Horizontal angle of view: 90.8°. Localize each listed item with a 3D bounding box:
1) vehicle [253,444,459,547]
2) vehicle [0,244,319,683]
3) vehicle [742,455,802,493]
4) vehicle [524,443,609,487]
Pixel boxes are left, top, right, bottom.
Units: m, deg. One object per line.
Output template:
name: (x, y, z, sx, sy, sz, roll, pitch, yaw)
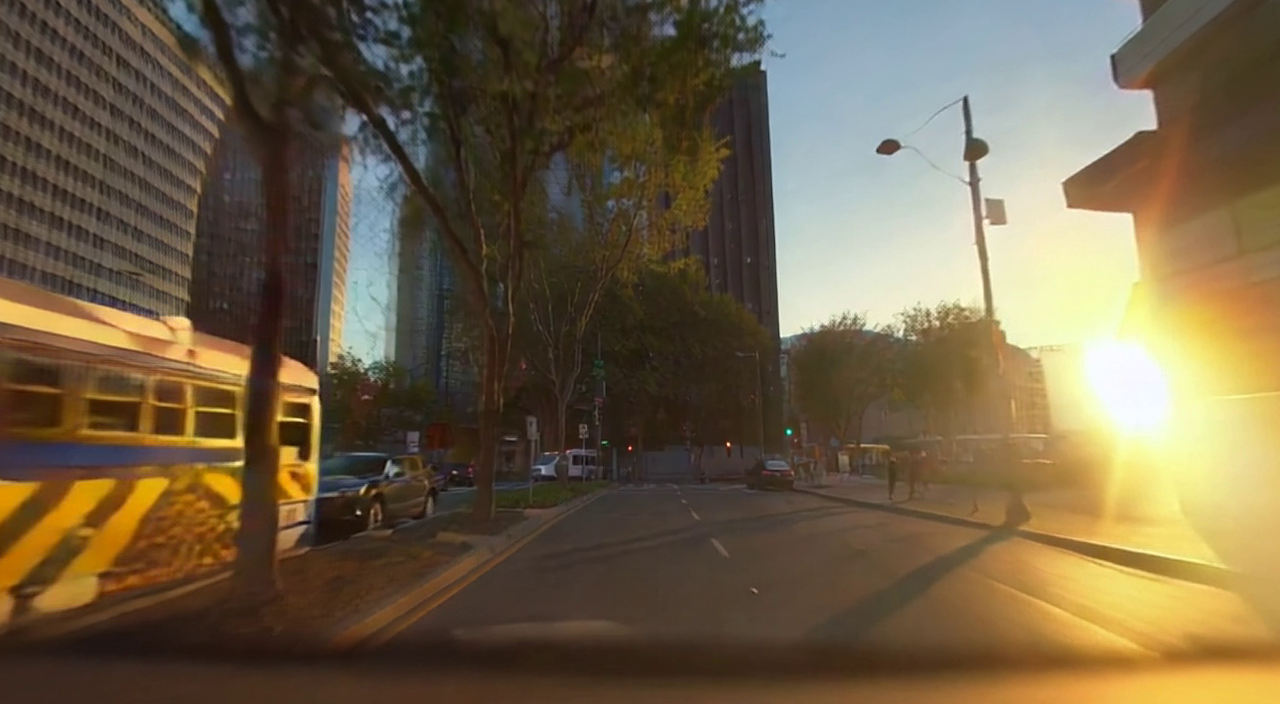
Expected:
vehicle: (-4.997, 2.526, 11.847, 1.914, 1.530, 3.980, -1, -8, 2)
vehicle: (-5.117, 0.823, 4.819, 2.268, 2.708, 5.699, -1, -8, 0)
vehicle: (6.251, 5.806, 30.427, 1.888, 1.536, 4.381, 0, -8, -1)
vehicle: (-5.269, 8.257, 46.781, 2.591, 2.910, 6.652, -5, -9, 33)
